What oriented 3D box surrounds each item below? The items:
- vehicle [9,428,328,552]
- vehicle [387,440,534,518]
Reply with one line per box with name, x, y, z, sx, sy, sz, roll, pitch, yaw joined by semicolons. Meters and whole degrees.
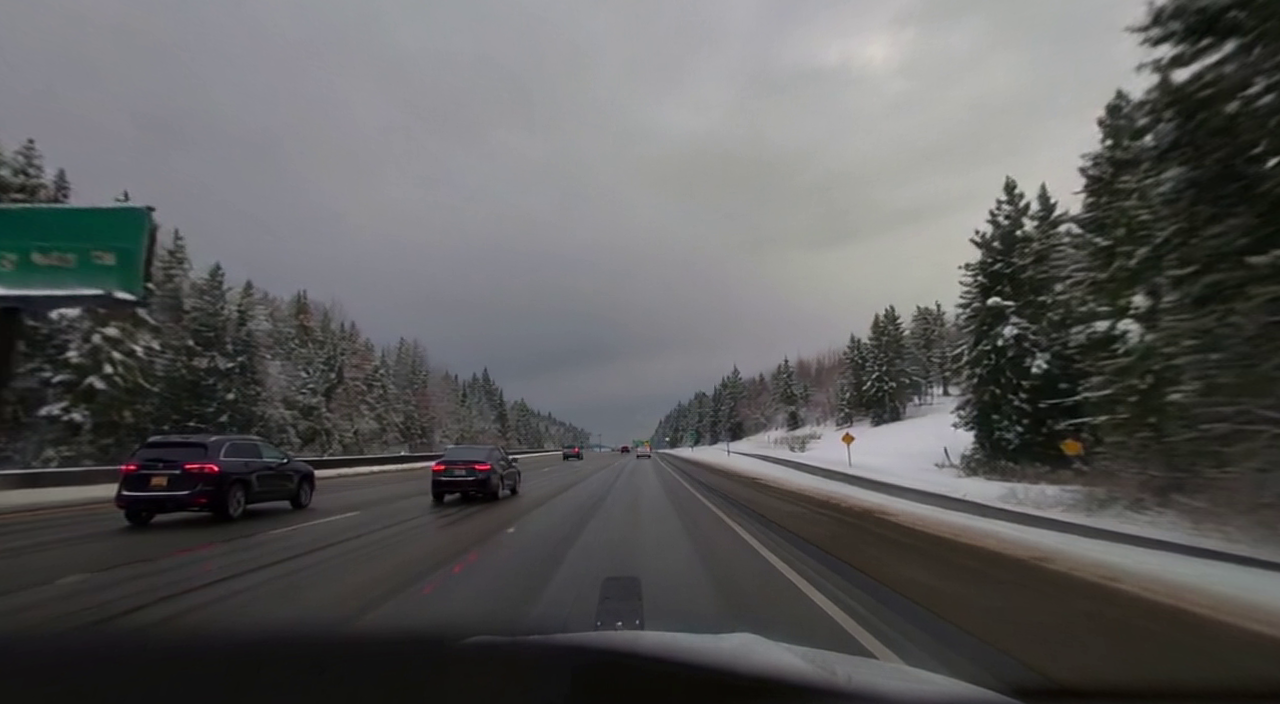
vehicle;-7.269;2.139;10.427;2.007;1.616;4.141;0;-9;1
vehicle;-4.072;2.957;15.246;2.104;1.558;4.639;0;-9;1
